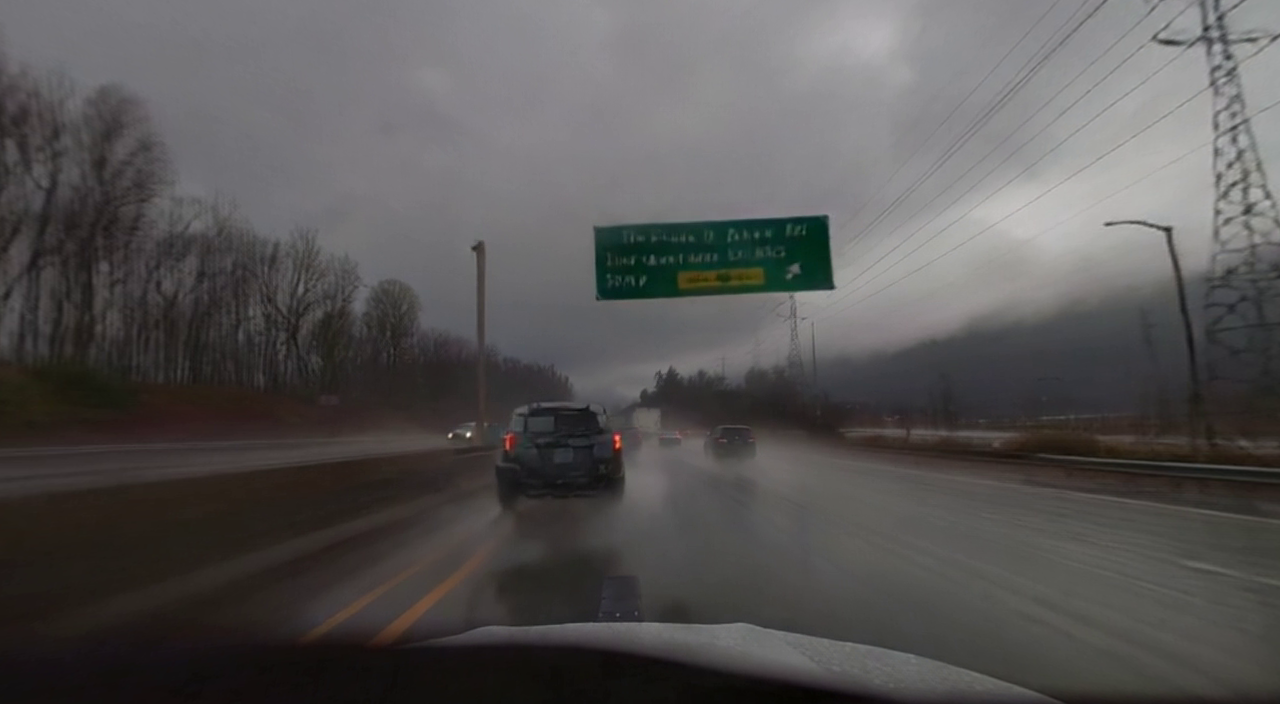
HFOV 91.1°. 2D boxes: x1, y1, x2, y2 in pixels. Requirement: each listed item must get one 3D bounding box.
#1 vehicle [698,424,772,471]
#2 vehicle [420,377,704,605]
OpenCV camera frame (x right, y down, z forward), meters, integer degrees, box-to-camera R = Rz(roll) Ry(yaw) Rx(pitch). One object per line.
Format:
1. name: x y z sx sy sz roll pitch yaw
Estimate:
1. vehicle: 3.420 3.517 23.326 2.062 1.581 3.914 0 -8 -1
2. vehicle: -0.616 1.306 6.836 2.134 1.710 4.049 0 -7 -1
